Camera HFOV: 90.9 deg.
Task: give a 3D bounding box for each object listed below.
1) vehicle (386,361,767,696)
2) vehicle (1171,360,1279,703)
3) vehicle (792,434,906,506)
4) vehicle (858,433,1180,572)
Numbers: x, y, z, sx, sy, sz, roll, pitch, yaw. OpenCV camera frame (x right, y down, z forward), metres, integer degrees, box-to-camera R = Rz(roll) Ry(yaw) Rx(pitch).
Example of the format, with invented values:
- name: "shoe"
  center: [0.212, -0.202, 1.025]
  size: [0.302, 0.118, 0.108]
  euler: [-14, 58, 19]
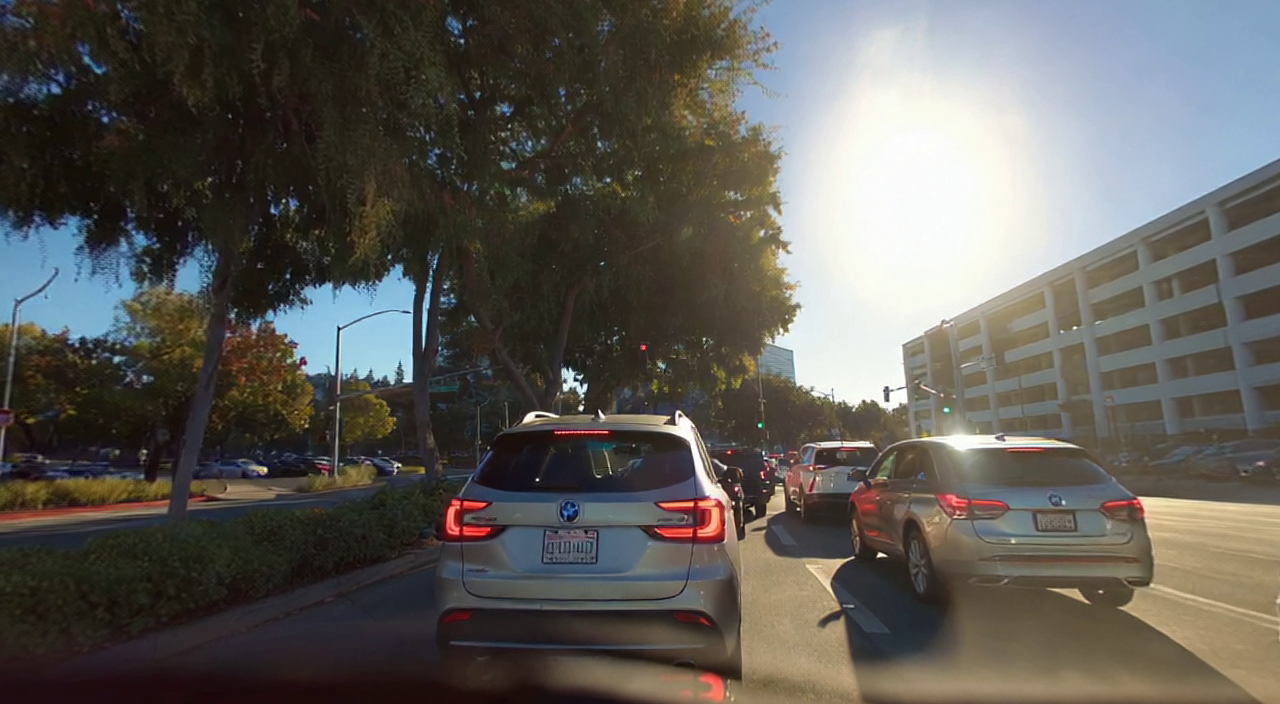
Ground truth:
- name: "vehicle"
  center: [-0.210, 1.239, 5.558]
  size: [2.021, 1.742, 4.295]
  euler: [-1, -8, 4]
- name: "vehicle"
  center: [4.063, 0.613, 1.111]
  size: [1.993, 1.719, 4.953]
  euler: [0, -8, 1]
- name: "vehicle"
  center: [5.342, 3.037, 16.716]
  size: [1.994, 1.638, 4.100]
  euler: [-1, -9, 6]
- name: "vehicle"
  center: [4.901, 1.975, 9.167]
  size: [1.963, 1.480, 4.553]
  euler: [0, -8, 2]
